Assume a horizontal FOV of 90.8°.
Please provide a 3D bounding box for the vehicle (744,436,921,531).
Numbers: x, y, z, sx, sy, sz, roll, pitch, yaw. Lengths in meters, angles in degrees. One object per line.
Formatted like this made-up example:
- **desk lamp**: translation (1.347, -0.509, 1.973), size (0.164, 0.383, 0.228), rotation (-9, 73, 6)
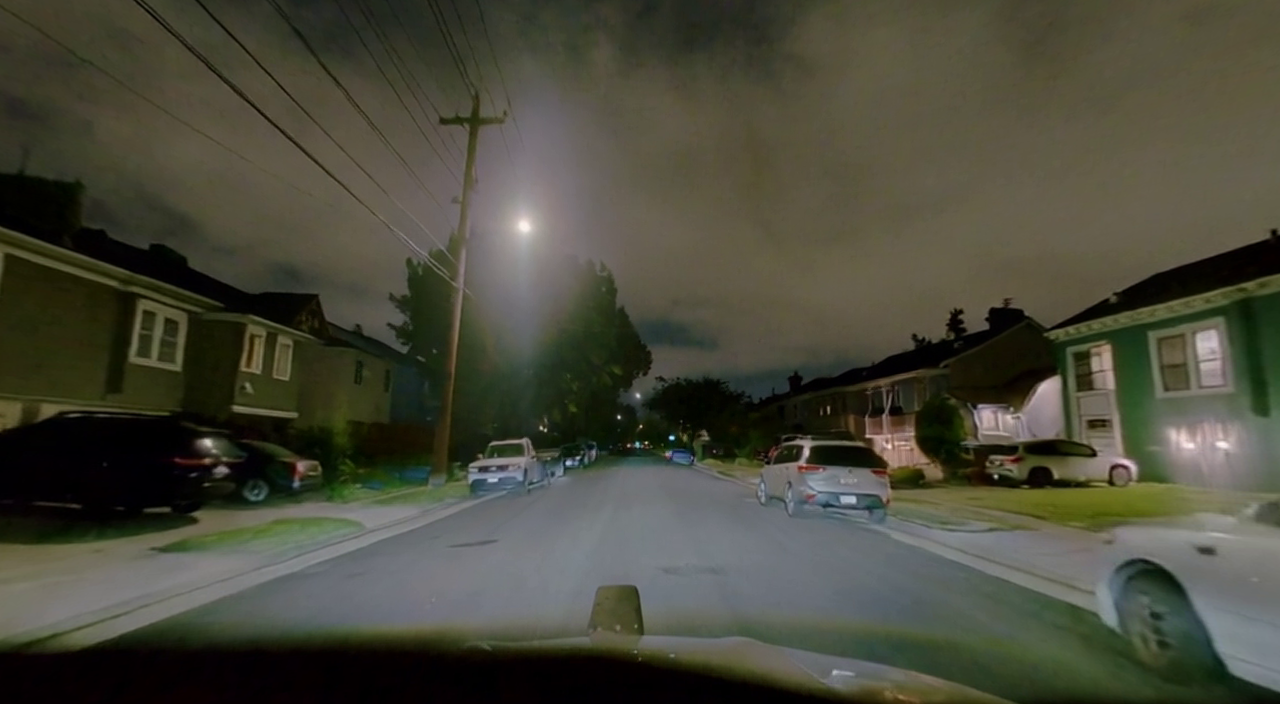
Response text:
- **vehicle**: translation (3.542, 2.488, 12.649), size (2.019, 1.536, 4.405), rotation (0, -8, -2)

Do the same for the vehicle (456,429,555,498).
- **vehicle**: translation (-4.028, 3.440, 19.913), size (2.057, 1.887, 5.053), rotation (0, -8, -1)

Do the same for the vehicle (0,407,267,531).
- **vehicle**: translation (-9.088, 1.890, 10.453), size (4.469, 1.816, 2.022), rotation (0, -8, -1)

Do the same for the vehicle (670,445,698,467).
- **vehicle**: translation (3.320, 7.981, 48.770), size (1.916, 1.587, 3.986), rotation (0, -8, 1)

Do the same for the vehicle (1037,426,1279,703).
- **vehicle**: translation (3.713, 0.921, 1.865), size (1.862, 1.452, 4.737), rotation (0, -8, -2)
